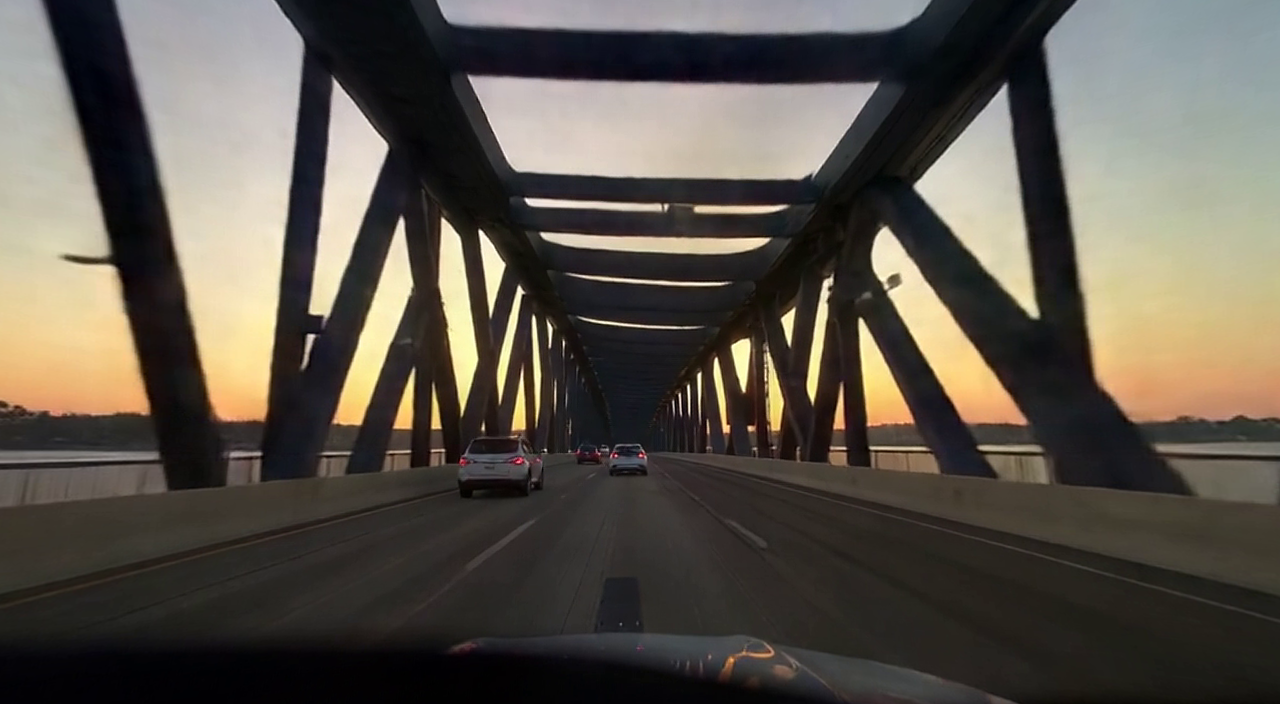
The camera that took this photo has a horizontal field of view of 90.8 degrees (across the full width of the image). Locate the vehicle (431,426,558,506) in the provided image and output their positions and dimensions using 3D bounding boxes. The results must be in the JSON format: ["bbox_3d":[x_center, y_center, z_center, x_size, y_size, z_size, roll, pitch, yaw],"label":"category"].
[{"bbox_3d":[-3.664,2.995,16.990,2.190,1.807,4.741,-1,-9,1],"label":"vehicle"}]

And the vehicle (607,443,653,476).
[{"bbox_3d":[-0.481,5.124,30.336,2.048,1.450,3.973,0,-9,-1],"label":"vehicle"}]
